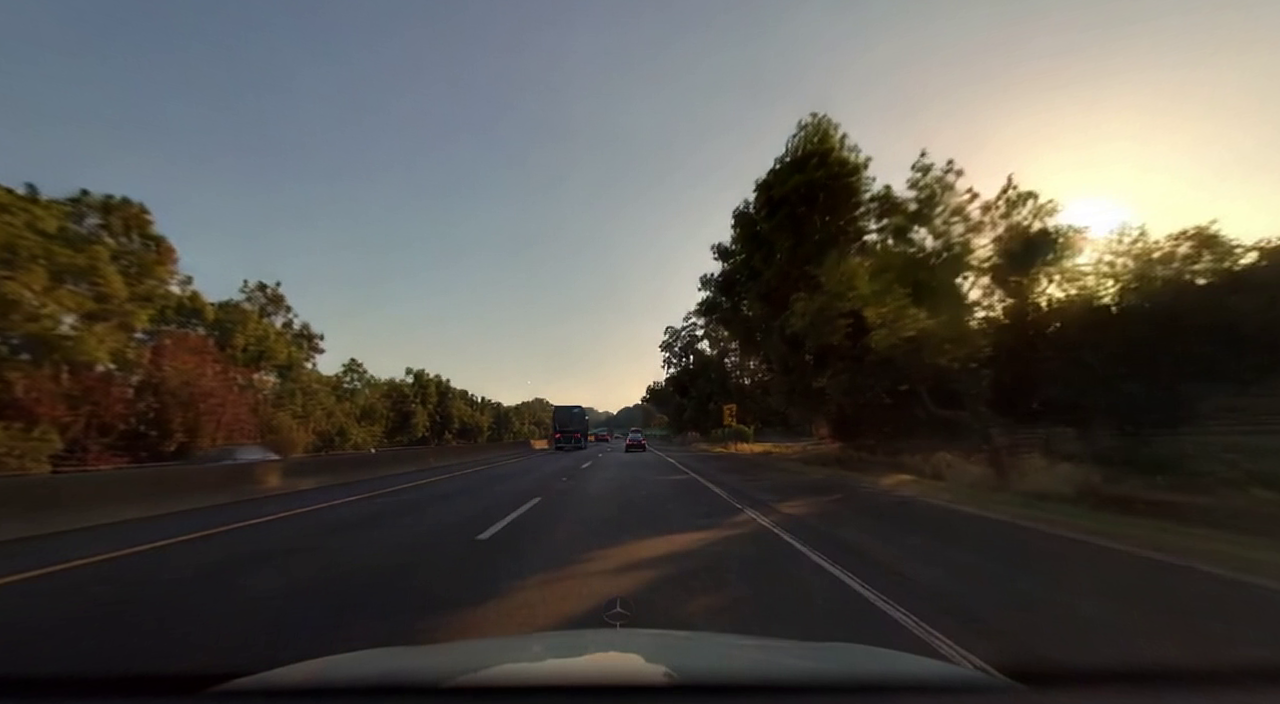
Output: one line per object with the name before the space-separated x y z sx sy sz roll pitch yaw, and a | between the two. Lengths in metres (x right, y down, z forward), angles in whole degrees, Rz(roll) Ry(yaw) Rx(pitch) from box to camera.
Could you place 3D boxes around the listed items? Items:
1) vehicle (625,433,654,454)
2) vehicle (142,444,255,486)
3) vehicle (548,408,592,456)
vehicle | -0.093 6.620 45.604 1.988 1.472 3.716 0 -8 -1
vehicle | -16.798 4.283 24.133 1.654 1.408 3.685 0 -8 0
vehicle | -4.856 5.699 44.704 2.450 3.098 6.965 0 -8 -1
